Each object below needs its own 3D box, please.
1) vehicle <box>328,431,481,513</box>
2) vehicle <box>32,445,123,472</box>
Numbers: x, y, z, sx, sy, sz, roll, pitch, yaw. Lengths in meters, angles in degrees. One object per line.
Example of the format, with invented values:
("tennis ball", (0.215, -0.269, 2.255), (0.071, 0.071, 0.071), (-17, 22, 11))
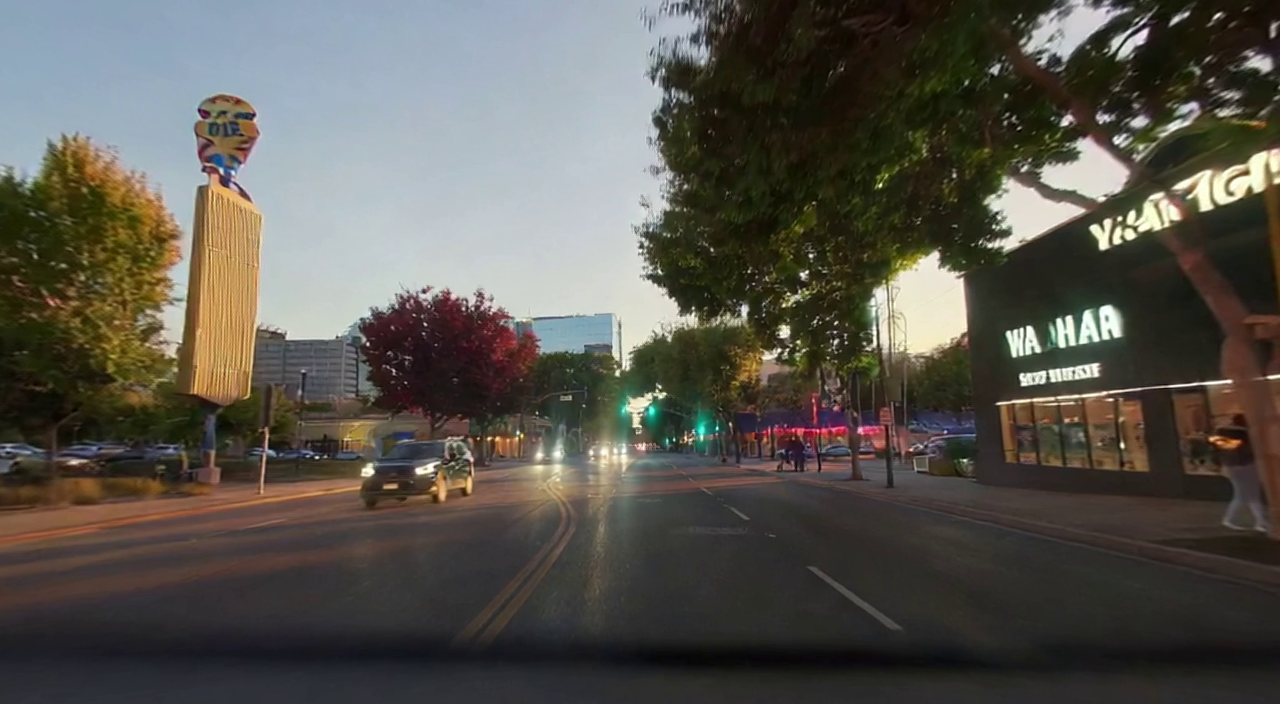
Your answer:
("vehicle", (-5.580, 2.882, 15.691), (2.055, 1.714, 4.374), (0, -8, 1))
("vehicle", (-37.772, 7.156, 42.391), (4.267, 1.730, 1.934), (0, -8, 1))
